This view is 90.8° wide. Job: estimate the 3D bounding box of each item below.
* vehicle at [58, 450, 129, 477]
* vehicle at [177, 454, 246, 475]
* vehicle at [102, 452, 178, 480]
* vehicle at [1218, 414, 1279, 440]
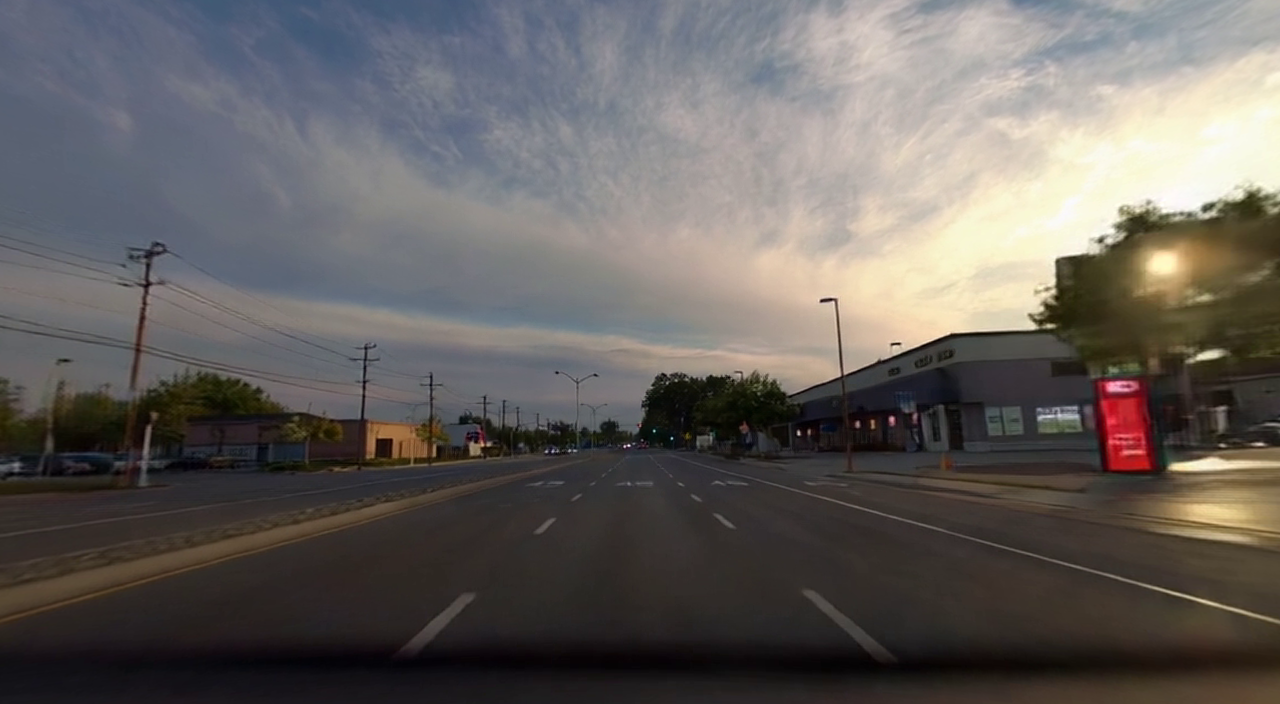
[{"bbox_3d":[-40.856,8.319,47.359,1.704,1.866,3.985,0,-8,-1],"label":"vehicle"},{"bbox_3d":[-33.012,8.682,48.844,1.809,1.448,4.747,-1,-8,2],"label":"vehicle"},{"bbox_3d":[-38.185,8.686,48.418,2.005,1.915,5.056,0,-9,-5],"label":"vehicle"},{"bbox_3d":[41.636,5.032,42.127,1.834,1.612,4.559,0,-8,0],"label":"vehicle"}]
